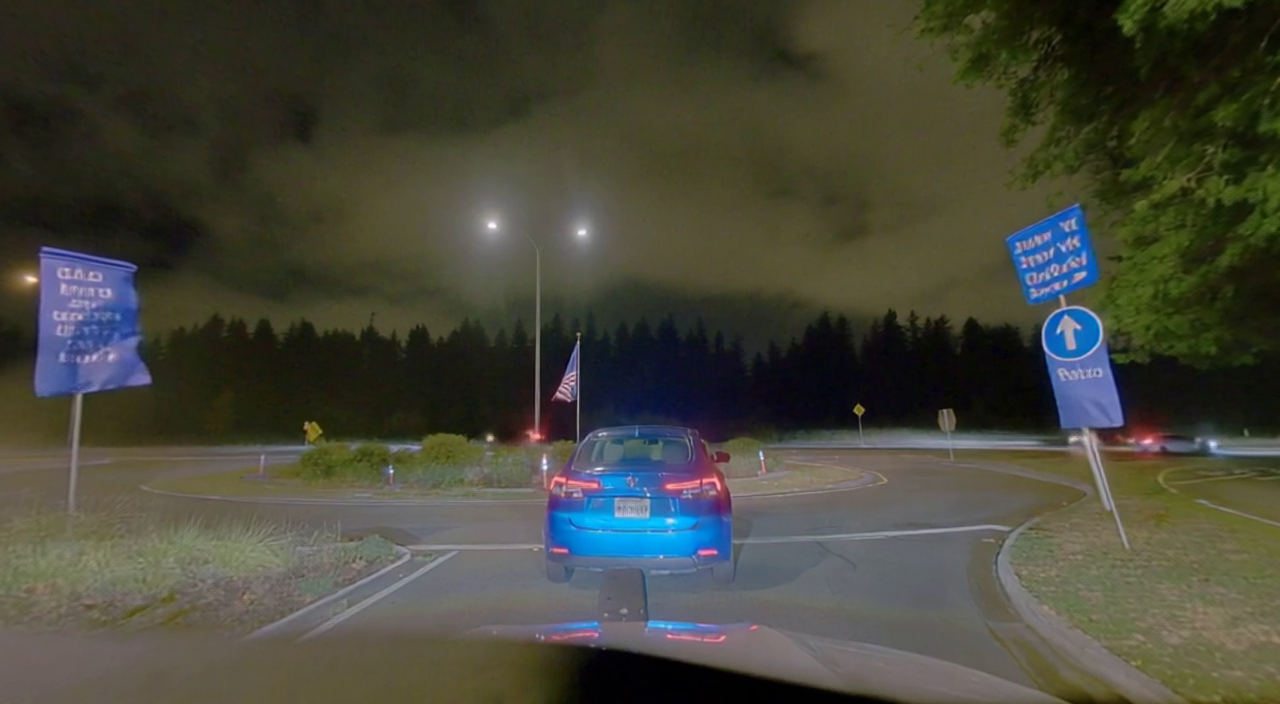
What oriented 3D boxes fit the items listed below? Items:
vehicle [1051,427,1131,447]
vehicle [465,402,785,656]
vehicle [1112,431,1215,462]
[{"bbox_3d":[35.280,6.686,49.415,4.652,1.498,1.783,-2,-9,10],"label":"vehicle"},{"bbox_3d":[0.032,1.466,6.172,2.078,1.607,4.010,-1,-9,4],"label":"vehicle"},{"bbox_3d":[29.795,5.405,35.923,4.485,1.691,2.132,2,-9,-14],"label":"vehicle"}]
